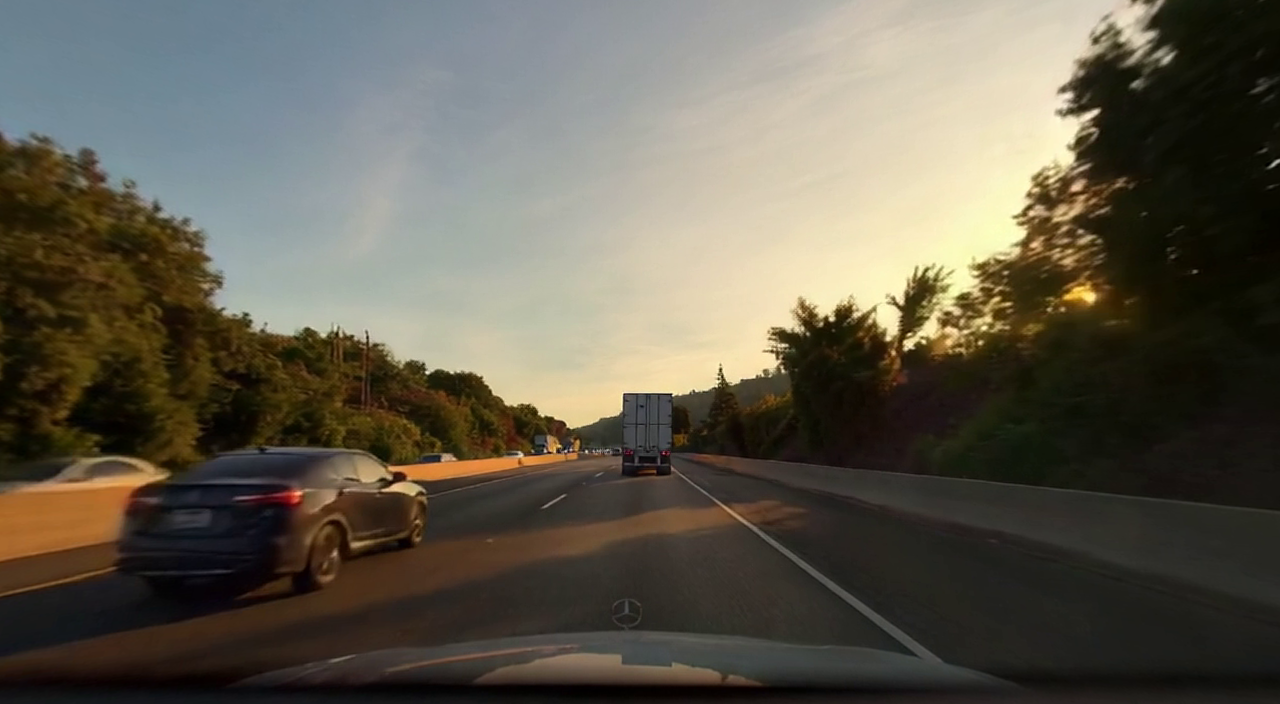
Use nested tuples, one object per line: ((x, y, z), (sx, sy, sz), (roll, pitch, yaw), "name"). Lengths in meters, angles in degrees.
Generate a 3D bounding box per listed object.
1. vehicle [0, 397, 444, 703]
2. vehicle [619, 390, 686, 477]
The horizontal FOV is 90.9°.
((-3.568, 1.391, 5.517), (2.074, 1.546, 4.946), (0, -9, 0), "vehicle")
((0.482, 4.395, 32.948), (2.959, 3.828, 9.617), (0, -9, -1), "vehicle")
